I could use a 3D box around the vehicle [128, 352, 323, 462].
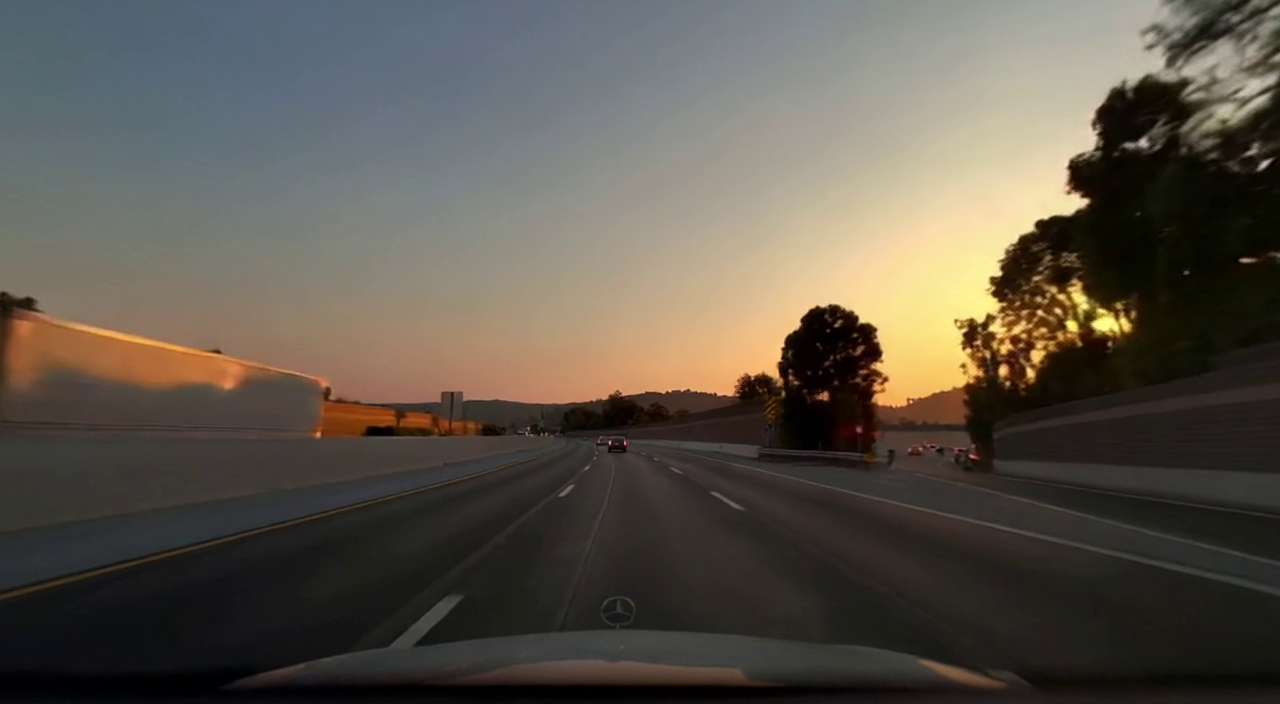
[{"bbox_3d":[-17.037,2.512,26.887,2.869,4.000,7.977,0,-8,-1],"label":"vehicle"}]

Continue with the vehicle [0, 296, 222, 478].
[{"bbox_3d":[-16.817,1.120,17.221,2.953,4.309,11.639,0,-8,-1],"label":"vehicle"}]
